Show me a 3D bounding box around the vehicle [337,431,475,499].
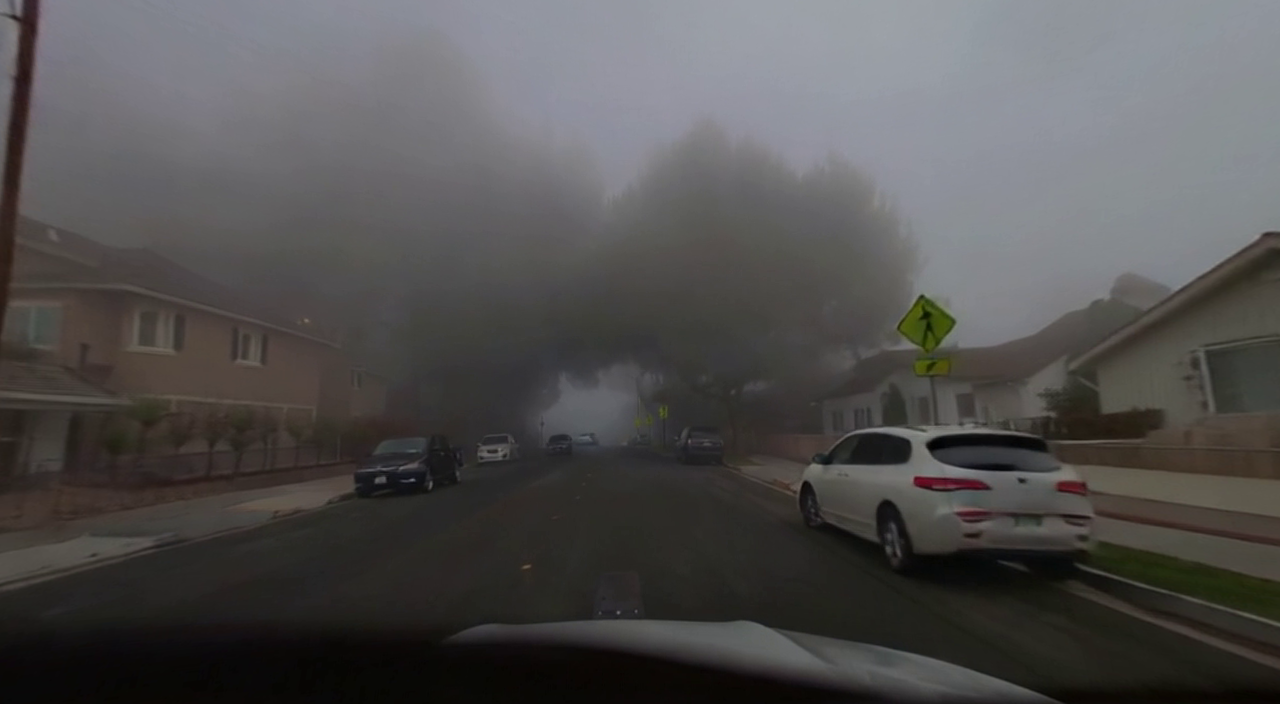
[{"bbox_3d":[-6.022,2.917,17.039,1.972,1.502,5.530,0,-8,-4],"label":"vehicle"}]

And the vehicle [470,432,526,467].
[{"bbox_3d":[-6.599,4.551,29.665,1.842,1.540,3.704,0,-8,-2],"label":"vehicle"}]

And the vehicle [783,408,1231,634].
[{"bbox_3d":[3.178,1.489,6.969,1.875,1.568,4.899,0,-7,-2],"label":"vehicle"}]

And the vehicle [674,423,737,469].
[{"bbox_3d":[2.508,3.744,25.366,1.997,1.663,4.544,0,-8,-1],"label":"vehicle"}]
